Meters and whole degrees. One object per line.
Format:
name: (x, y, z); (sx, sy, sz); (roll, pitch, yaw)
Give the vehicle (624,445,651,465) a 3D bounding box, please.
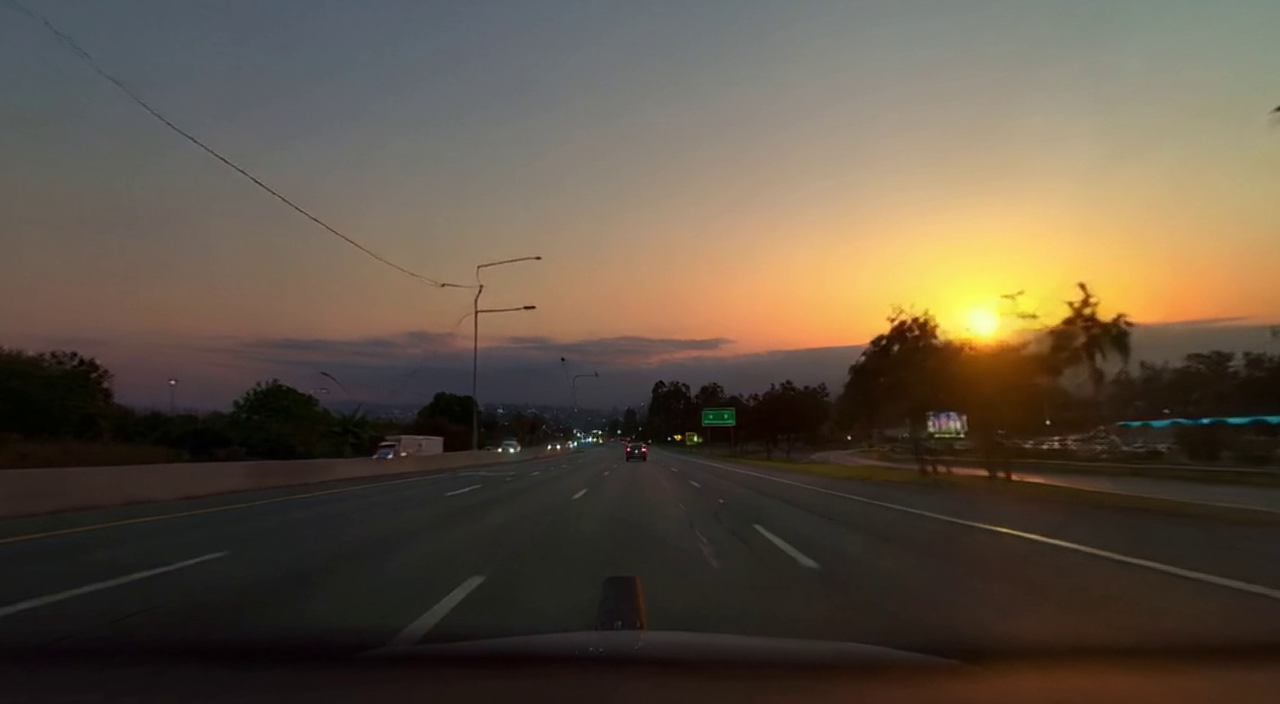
vehicle: (-0.199, 7.885, 48.544); (2.025, 1.460, 4.189); (0, -9, -1)
